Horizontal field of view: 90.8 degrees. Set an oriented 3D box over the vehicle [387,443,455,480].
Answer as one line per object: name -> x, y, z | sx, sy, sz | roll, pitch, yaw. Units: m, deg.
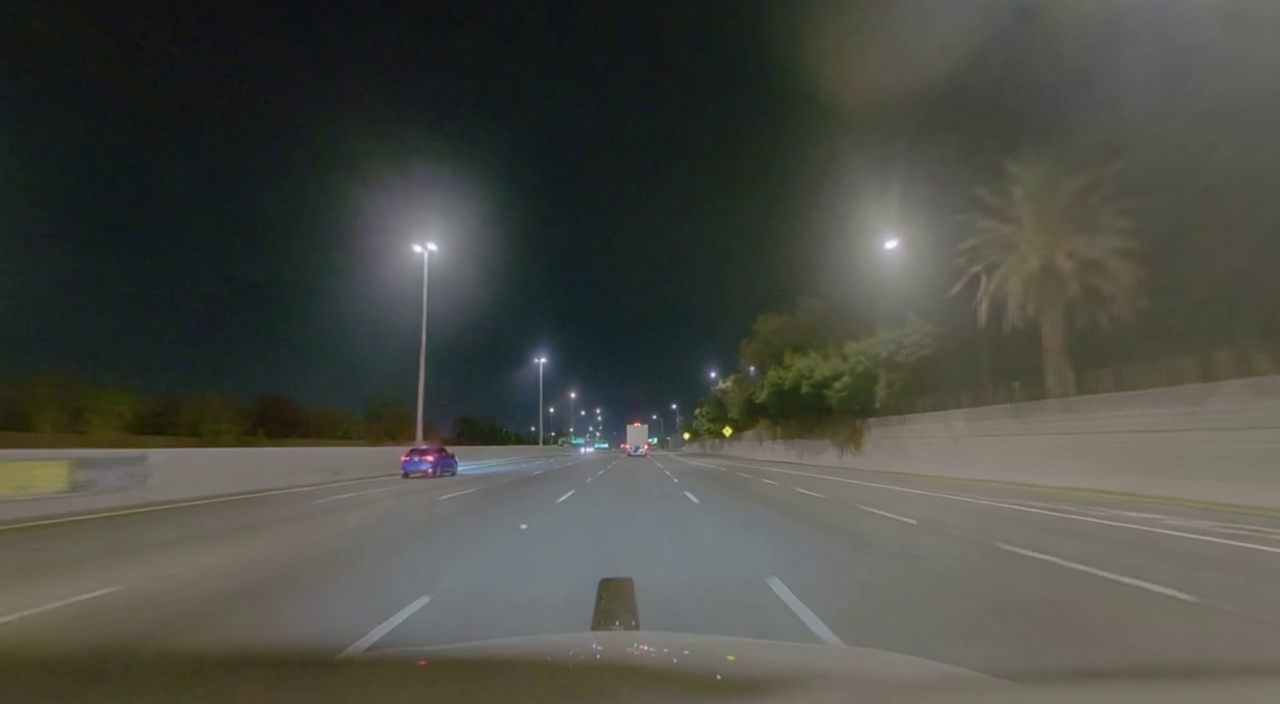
vehicle -> -10.729, 5.377, 31.262 | 1.897, 1.653, 4.113 | 0, -9, 0
